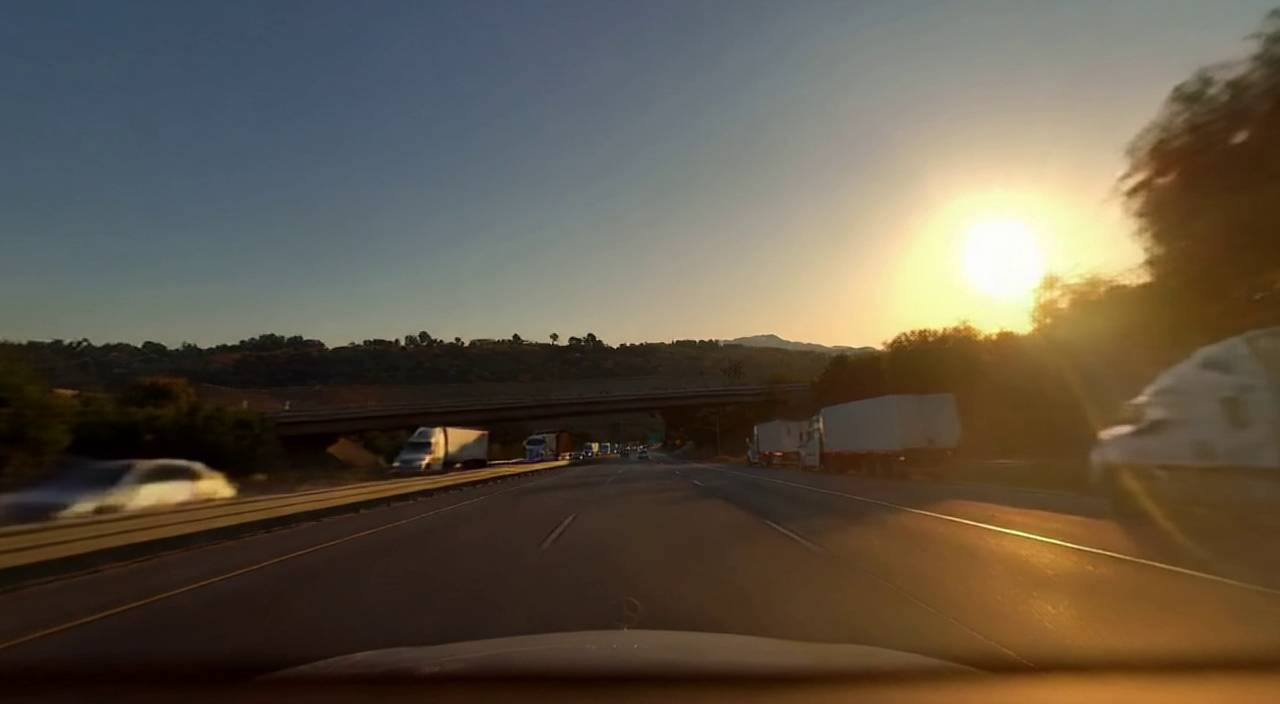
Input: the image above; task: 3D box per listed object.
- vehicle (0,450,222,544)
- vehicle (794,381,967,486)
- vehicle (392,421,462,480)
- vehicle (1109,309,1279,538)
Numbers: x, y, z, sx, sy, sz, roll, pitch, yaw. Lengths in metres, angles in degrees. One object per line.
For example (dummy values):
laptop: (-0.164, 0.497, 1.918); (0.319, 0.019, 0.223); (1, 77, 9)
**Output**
vehicle: (-11.598, 2.963, 13.522); (1.990, 1.644, 4.594); (0, -9, -1)
vehicle: (11.071, 4.264, 31.509); (2.850, 4.038, 14.497); (0, -9, 0)
vehicle: (-15.528, 7.248, 46.133); (2.996, 3.975, 5.840); (-1, -9, 0)
vehicle: (11.348, 0.635, 6.746); (2.741, 3.505, 12.591); (0, -9, -1)
